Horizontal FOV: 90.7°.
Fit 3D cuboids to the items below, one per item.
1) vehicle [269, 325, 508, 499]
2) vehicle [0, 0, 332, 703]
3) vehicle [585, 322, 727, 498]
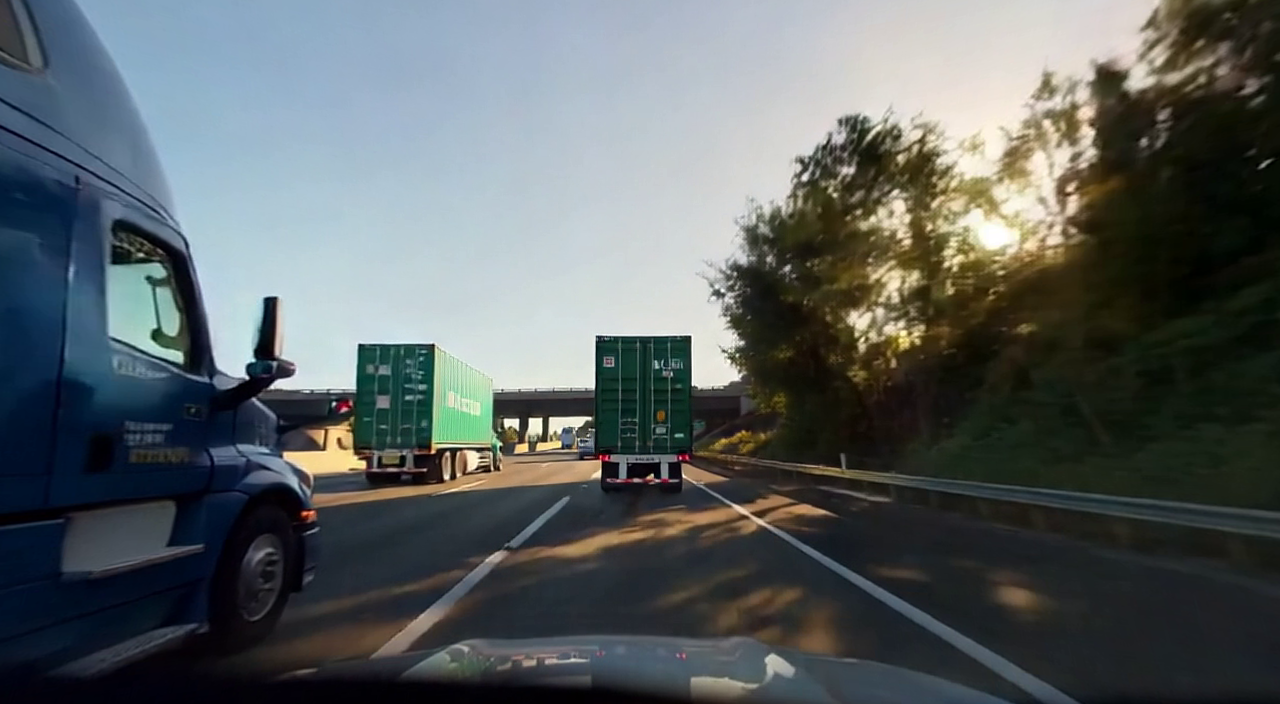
[{"bbox_3d":[-7.183,2.268,20.979,3.023,4.139,11.860,0,-9,0],"label":"vehicle"},{"bbox_3d":[-3.497,-0.451,0.129,3.187,3.949,6.963,-1,-9,1],"label":"vehicle"},{"bbox_3d":[0.285,1.910,18.961,3.357,4.212,7.519,0,-9,-1],"label":"vehicle"}]
